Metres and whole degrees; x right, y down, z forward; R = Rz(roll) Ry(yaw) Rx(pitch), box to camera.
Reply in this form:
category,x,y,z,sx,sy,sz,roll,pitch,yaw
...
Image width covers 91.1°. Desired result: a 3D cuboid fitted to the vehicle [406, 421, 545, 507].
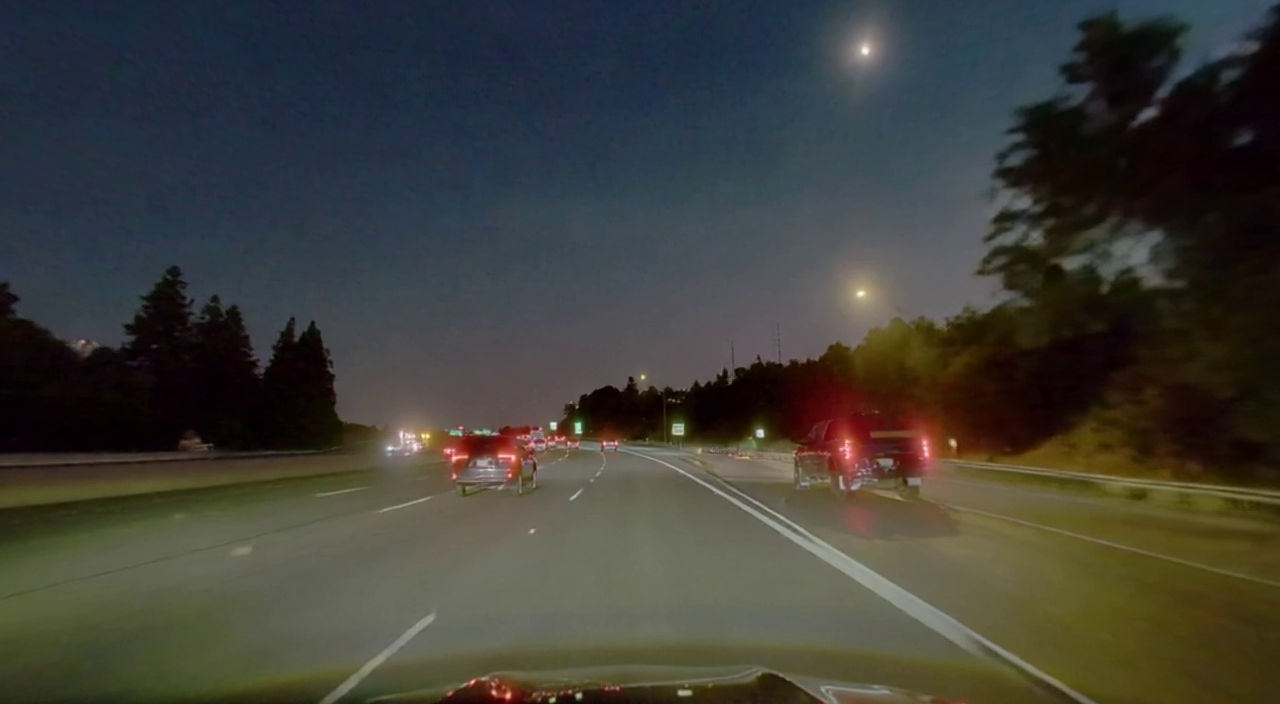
category,x,y,z,sx,sy,sz,roll,pitch,yaw
vehicle,-3.858,2.745,15.834,2.142,1.789,5.009,0,-9,0
